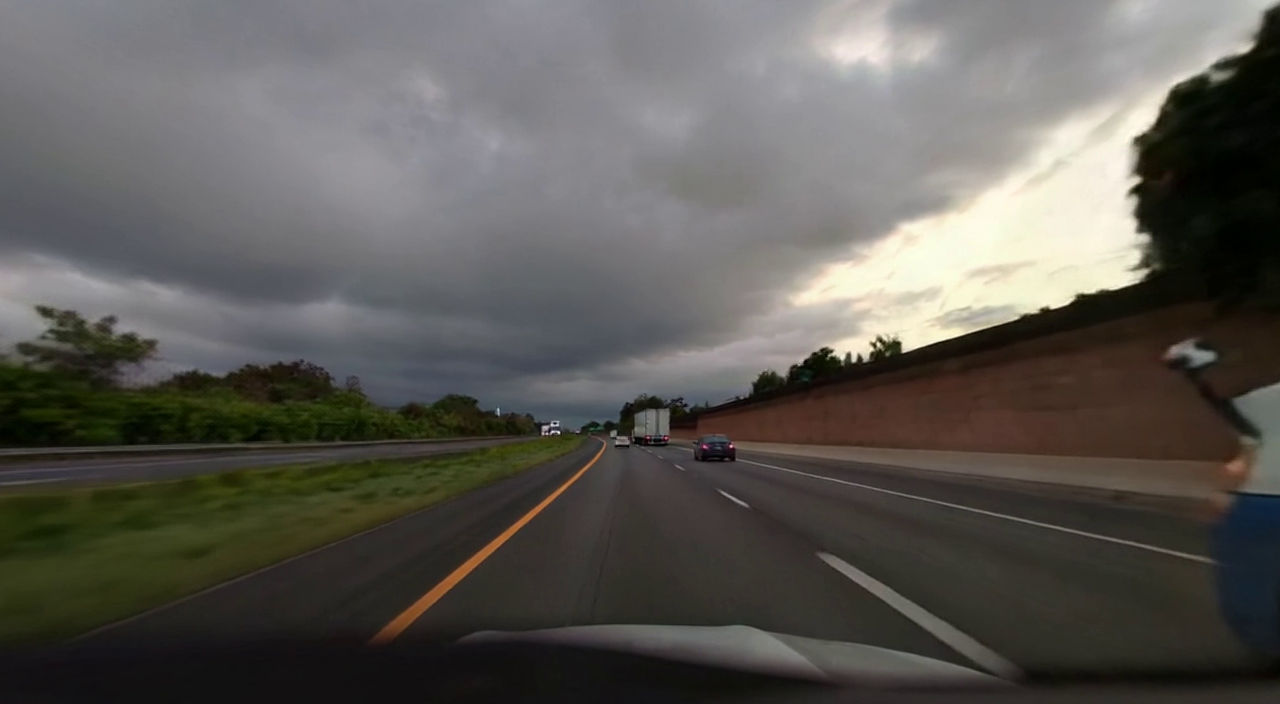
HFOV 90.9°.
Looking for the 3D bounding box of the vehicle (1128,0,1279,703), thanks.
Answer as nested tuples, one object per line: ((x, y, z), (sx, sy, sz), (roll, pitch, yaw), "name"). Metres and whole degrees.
((4.362, -0.707, 0.250), (3.048, 4.142, 6.359), (0, -7, -1), "vehicle")

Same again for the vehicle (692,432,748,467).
((3.545, 4.391, 28.751), (1.813, 1.454, 4.197), (0, -7, -3), "vehicle")
